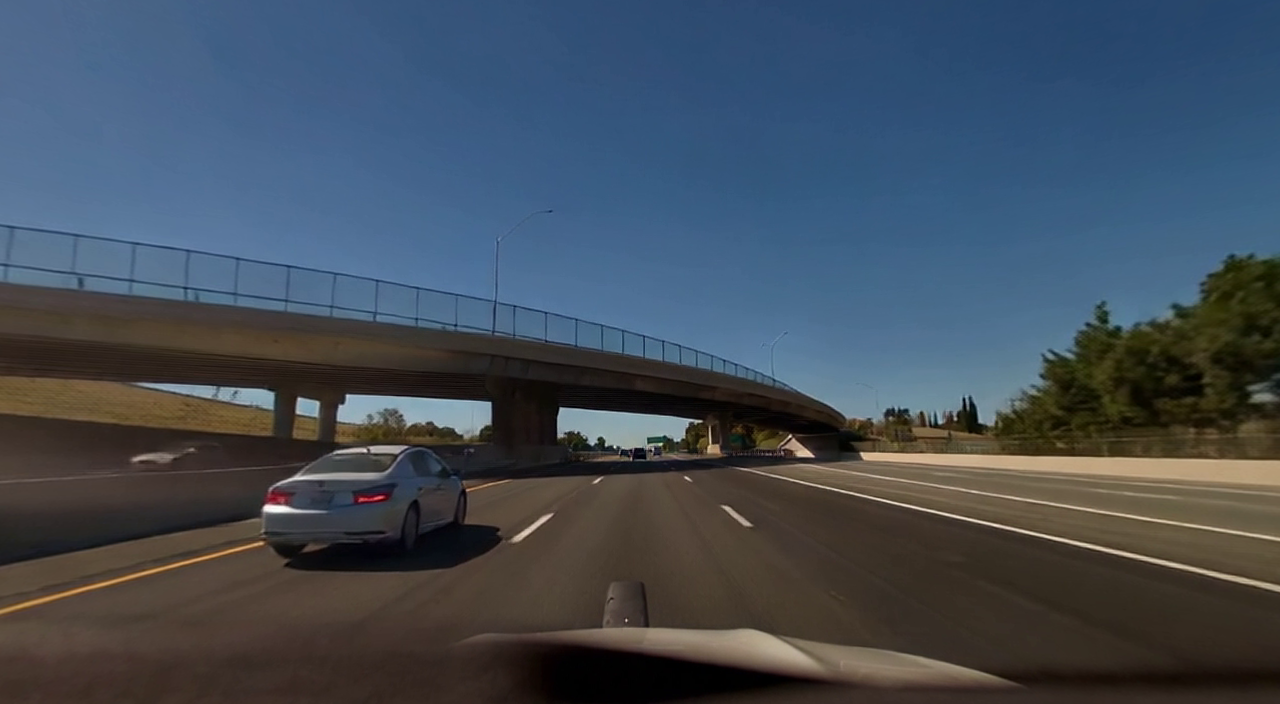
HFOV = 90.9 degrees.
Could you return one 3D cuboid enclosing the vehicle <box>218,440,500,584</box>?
[{"bbox_3d":[-3.426,1.995,8.690,1.968,1.504,3.892,-1,-9,2],"label":"vehicle"}]
